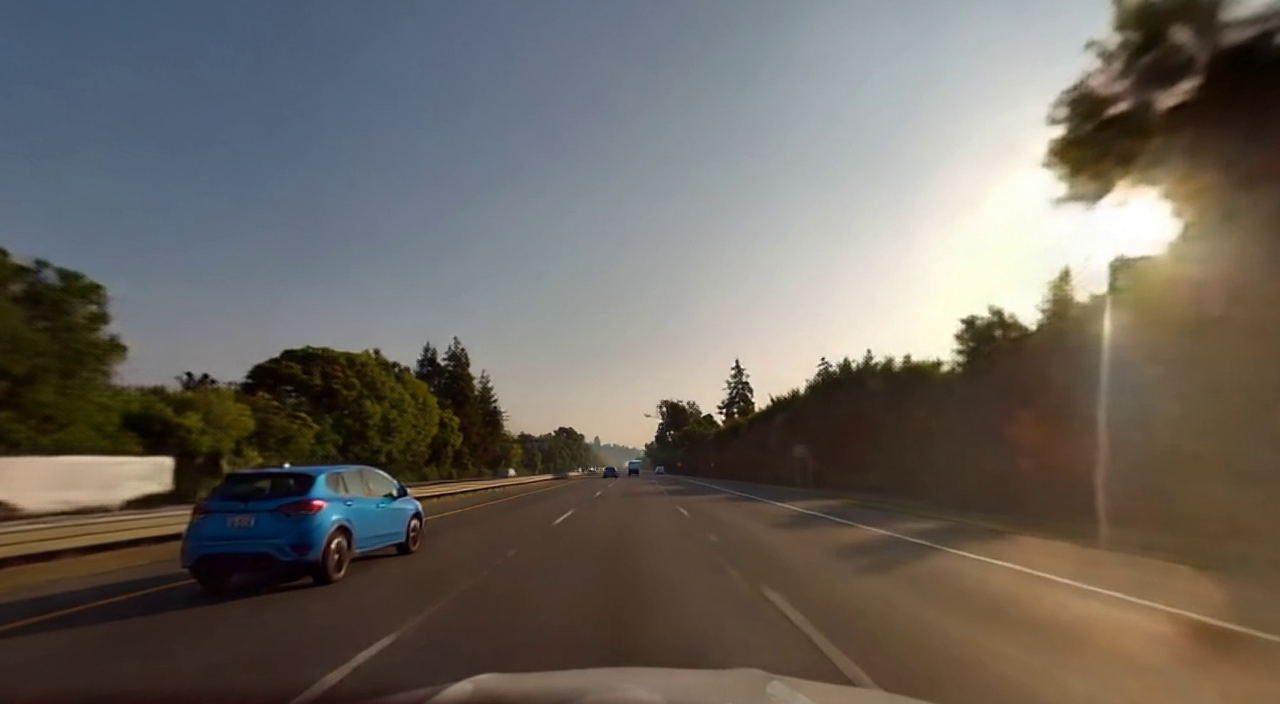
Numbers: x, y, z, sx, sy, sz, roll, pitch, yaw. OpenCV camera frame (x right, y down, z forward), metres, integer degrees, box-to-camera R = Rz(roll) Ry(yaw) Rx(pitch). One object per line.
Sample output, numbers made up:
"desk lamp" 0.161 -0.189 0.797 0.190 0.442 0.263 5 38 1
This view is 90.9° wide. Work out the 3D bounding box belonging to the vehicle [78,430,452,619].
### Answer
"vehicle" -3.752 1.815 7.368 1.797 1.532 4.072 1 -10 0
